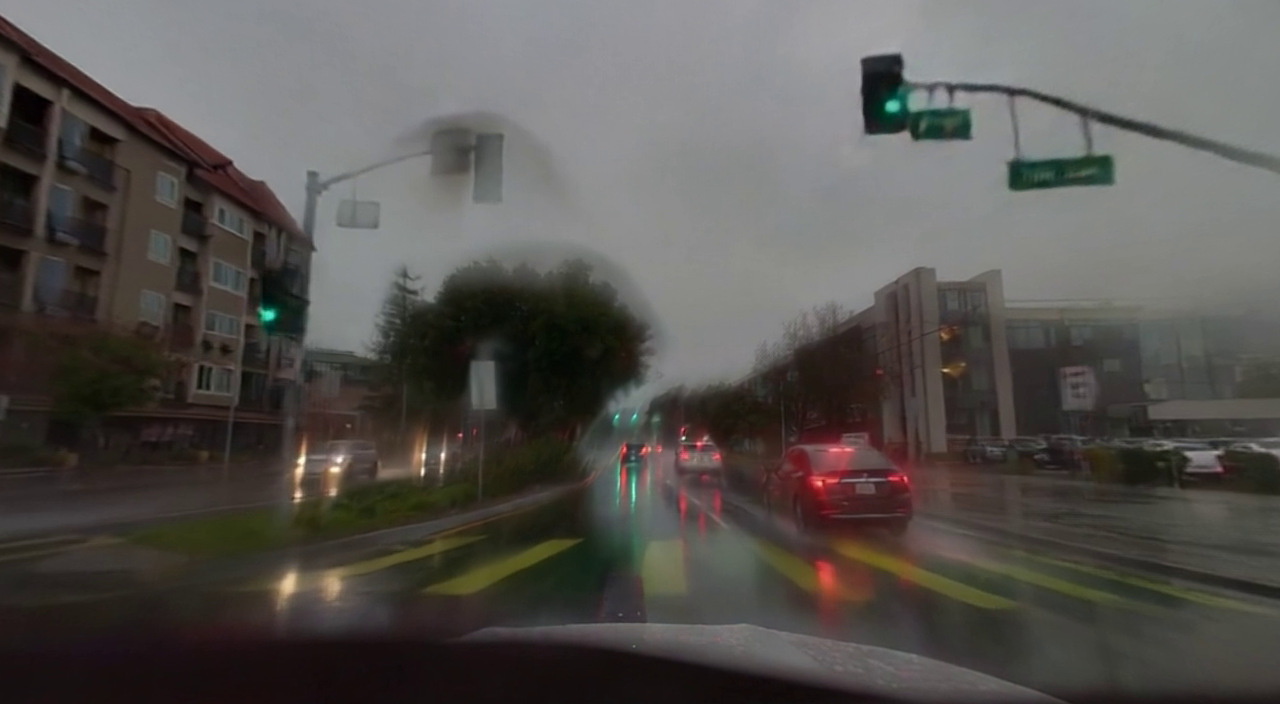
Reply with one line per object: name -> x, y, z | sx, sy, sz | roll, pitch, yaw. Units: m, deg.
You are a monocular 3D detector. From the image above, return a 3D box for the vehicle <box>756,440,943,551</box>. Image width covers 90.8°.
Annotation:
vehicle -> 3.490, 2.438, 11.494 | 1.906, 1.608, 4.137 | 0, -8, -1

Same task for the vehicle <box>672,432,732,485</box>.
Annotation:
vehicle -> 2.490, 4.408, 26.509 | 2.206, 1.858, 5.332 | 2, -8, 4

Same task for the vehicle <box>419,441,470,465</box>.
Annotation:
vehicle -> -12.763, 6.623, 41.538 | 1.926, 1.446, 4.565 | 0, -8, 0

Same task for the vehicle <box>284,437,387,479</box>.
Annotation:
vehicle -> -12.232, 4.284, 25.799 | 1.969, 1.566, 4.549 | 0, -8, -1

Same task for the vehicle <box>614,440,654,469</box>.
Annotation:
vehicle -> -0.359, 5.585, 34.650 | 2.059, 1.492, 3.925 | 0, -8, -1
